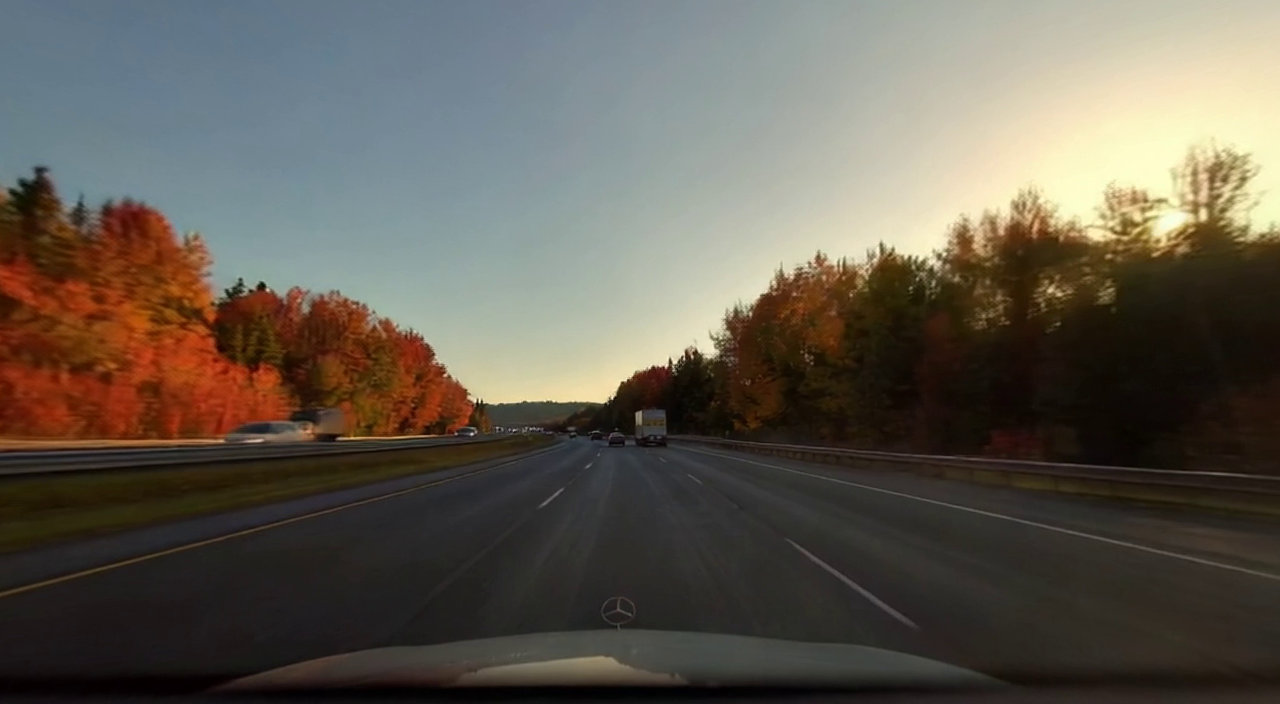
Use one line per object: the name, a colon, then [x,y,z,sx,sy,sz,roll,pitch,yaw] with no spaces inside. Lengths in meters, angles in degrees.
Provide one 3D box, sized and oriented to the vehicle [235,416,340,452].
vehicle: [-21.100,4.990,38.058,2.905,1.965,6.093,0,-8,-1]
